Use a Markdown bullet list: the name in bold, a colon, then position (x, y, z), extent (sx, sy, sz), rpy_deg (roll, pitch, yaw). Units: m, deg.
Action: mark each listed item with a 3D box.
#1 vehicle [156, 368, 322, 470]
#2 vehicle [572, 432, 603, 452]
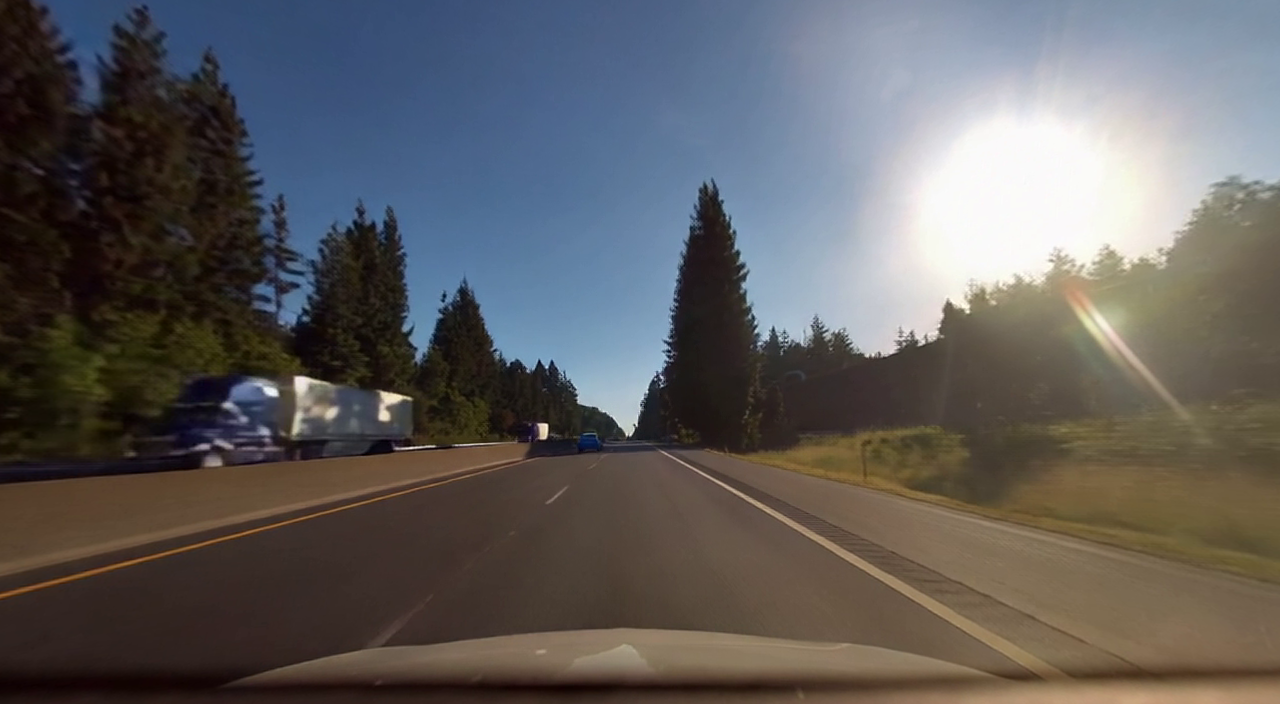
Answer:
- **vehicle**: position (-16.511, 2.879, 26.572), extent (2.985, 3.825, 5.832), rpy_deg (0, -8, 0)
- **vehicle**: position (-3.898, 6.771, 47.574), extent (2.085, 1.479, 3.846), rpy_deg (0, -8, -1)
